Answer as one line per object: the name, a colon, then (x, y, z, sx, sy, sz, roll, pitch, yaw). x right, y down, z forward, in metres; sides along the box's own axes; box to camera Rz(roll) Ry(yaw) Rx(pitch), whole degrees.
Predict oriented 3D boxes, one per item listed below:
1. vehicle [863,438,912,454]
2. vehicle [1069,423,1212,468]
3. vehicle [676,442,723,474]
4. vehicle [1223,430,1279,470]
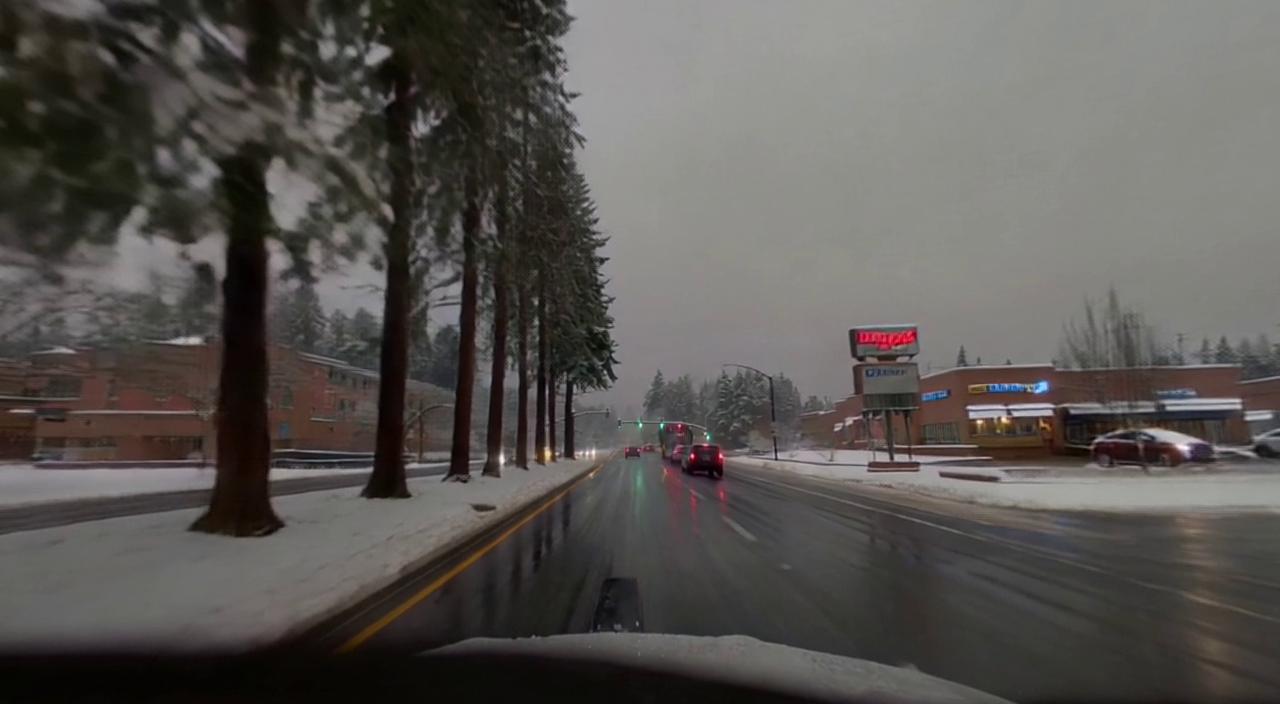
vehicle: (19.209, 7.325, 49.131, 3.242, 1.165, 1.363, 1, -7, -5)
vehicle: (20.626, 3.862, 26.154, 4.210, 1.727, 2.227, 2, -7, -8)
vehicle: (3.151, 5.667, 34.150, 2.041, 1.531, 4.236, 1, -7, -1)
vehicle: (31.733, 4.926, 31.841, 2.269, 1.862, 4.495, -3, -9, 28)
